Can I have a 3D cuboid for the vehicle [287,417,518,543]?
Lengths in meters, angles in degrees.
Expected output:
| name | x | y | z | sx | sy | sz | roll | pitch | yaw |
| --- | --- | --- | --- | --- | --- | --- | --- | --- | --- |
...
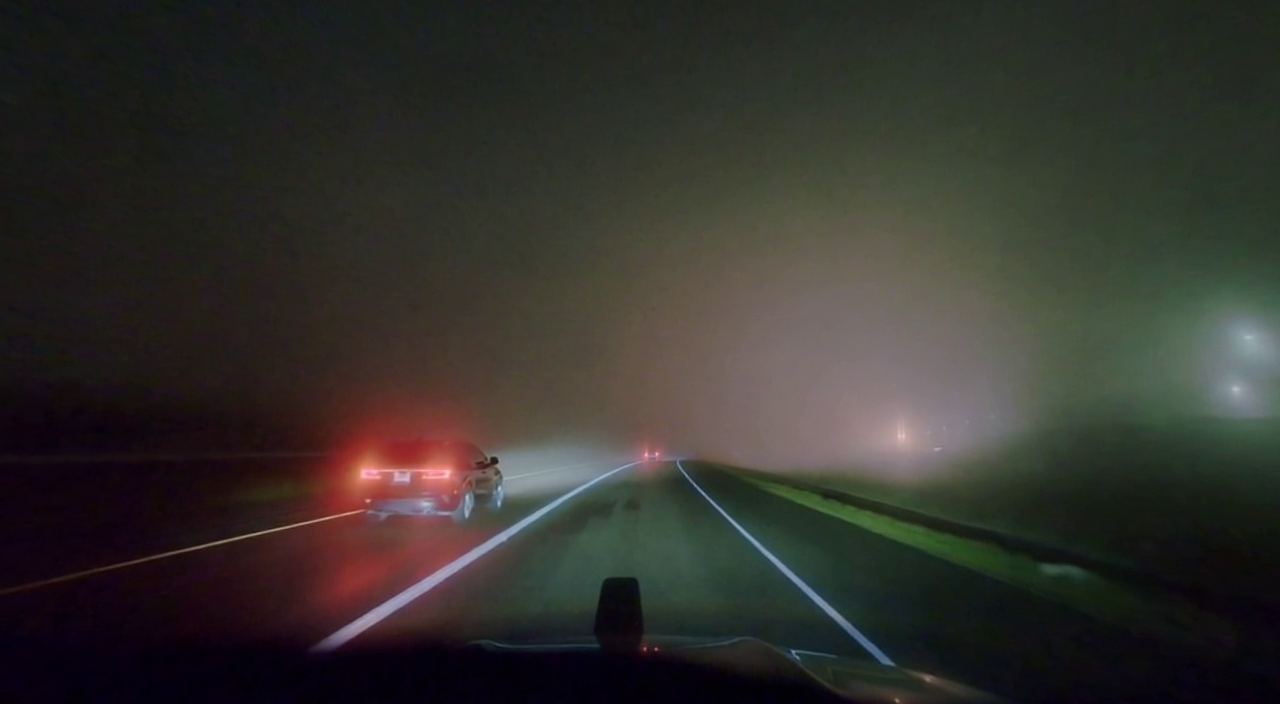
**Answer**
| name | x | y | z | sx | sy | sz | roll | pitch | yaw |
| --- | --- | --- | --- | --- | --- | --- | --- | --- | --- |
| vehicle | -3.849 | 2.182 | 11.390 | 2.193 | 1.771 | 4.757 | 0 | -9 | 2 |
